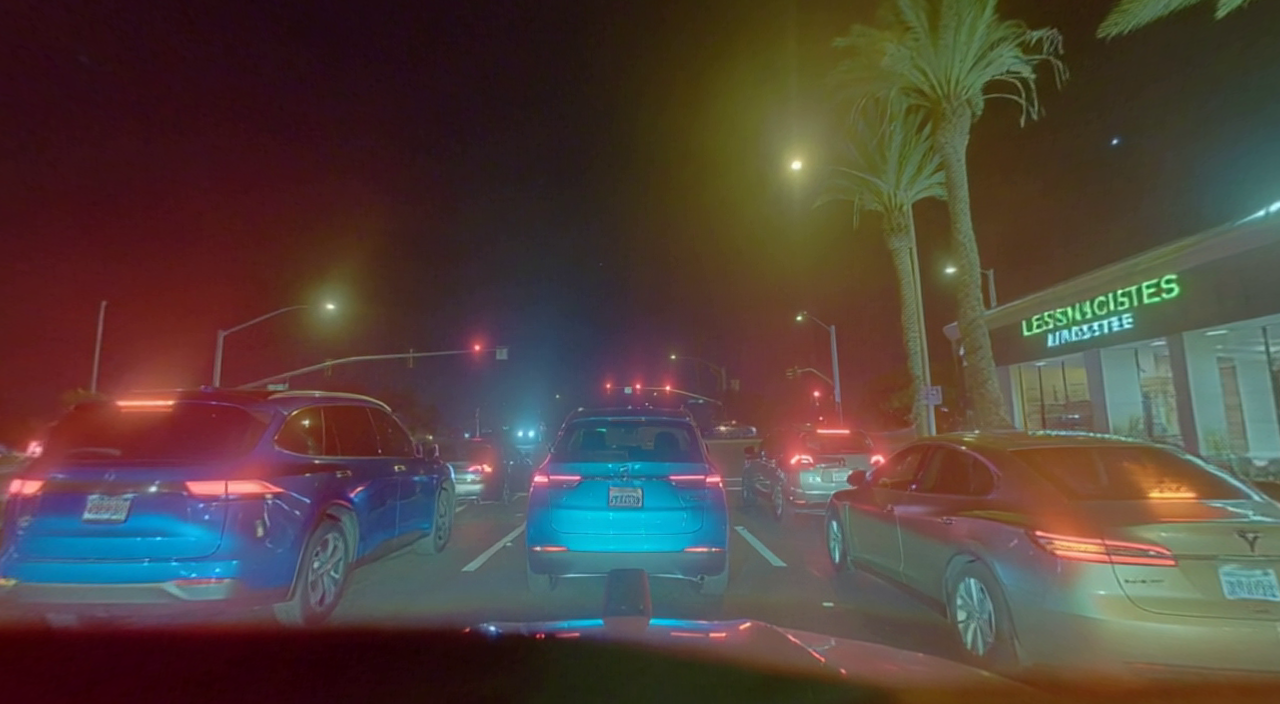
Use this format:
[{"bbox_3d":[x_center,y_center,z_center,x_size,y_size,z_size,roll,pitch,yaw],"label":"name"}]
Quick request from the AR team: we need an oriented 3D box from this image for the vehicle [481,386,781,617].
[{"bbox_3d":[-0.127,1.462,7.069,2.280,1.747,4.361,0,-8,-2],"label":"vehicle"}]

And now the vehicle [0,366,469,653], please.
[{"bbox_3d":[-3.339,1.282,6.133,2.014,1.755,4.360,0,-8,1],"label":"vehicle"}]

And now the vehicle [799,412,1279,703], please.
[{"bbox_3d":[2.970,1.372,5.260,2.017,1.491,4.611,0,-8,-1],"label":"vehicle"}]
